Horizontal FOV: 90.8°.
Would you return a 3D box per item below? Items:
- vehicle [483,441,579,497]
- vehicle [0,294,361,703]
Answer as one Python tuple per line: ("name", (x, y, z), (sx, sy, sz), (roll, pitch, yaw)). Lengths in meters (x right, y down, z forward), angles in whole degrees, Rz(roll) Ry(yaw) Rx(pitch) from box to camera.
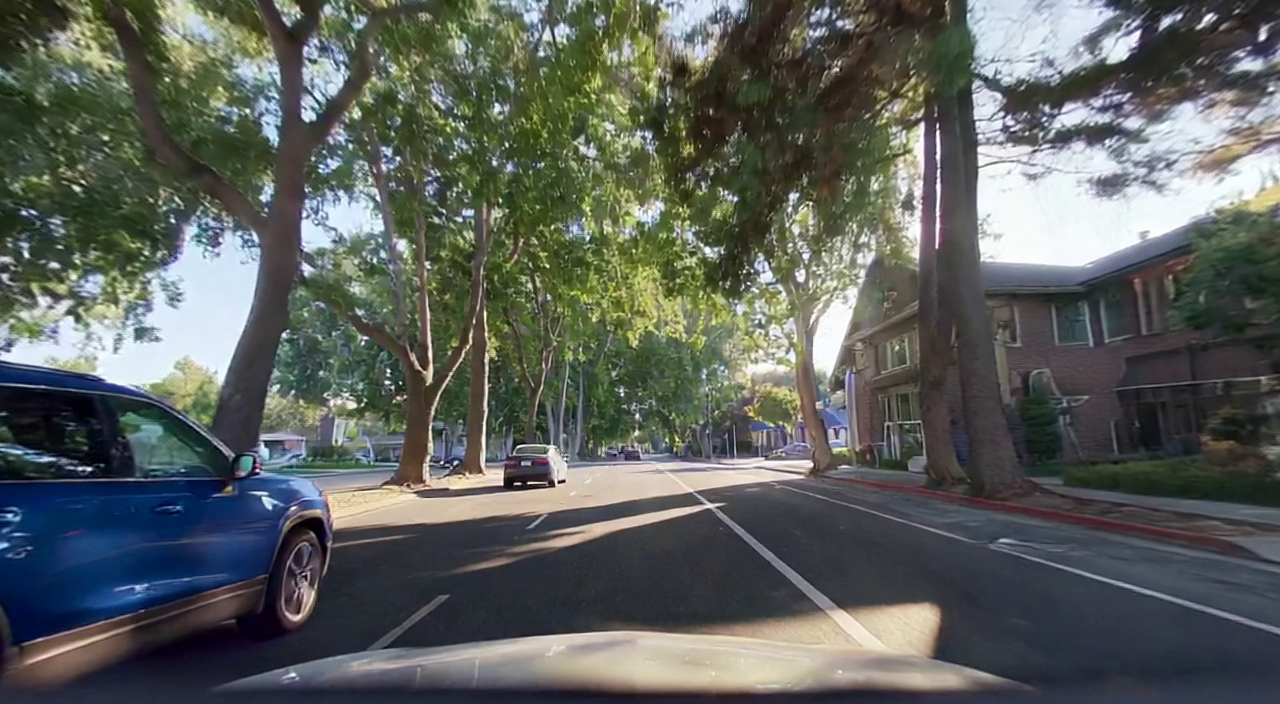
("vehicle", (-3.113, 3.453, 19.159), (2.069, 1.470, 4.601), (0, -9, 0))
("vehicle", (-3.331, 0.823, 3.005), (2.042, 1.817, 4.364), (0, -9, -1))
